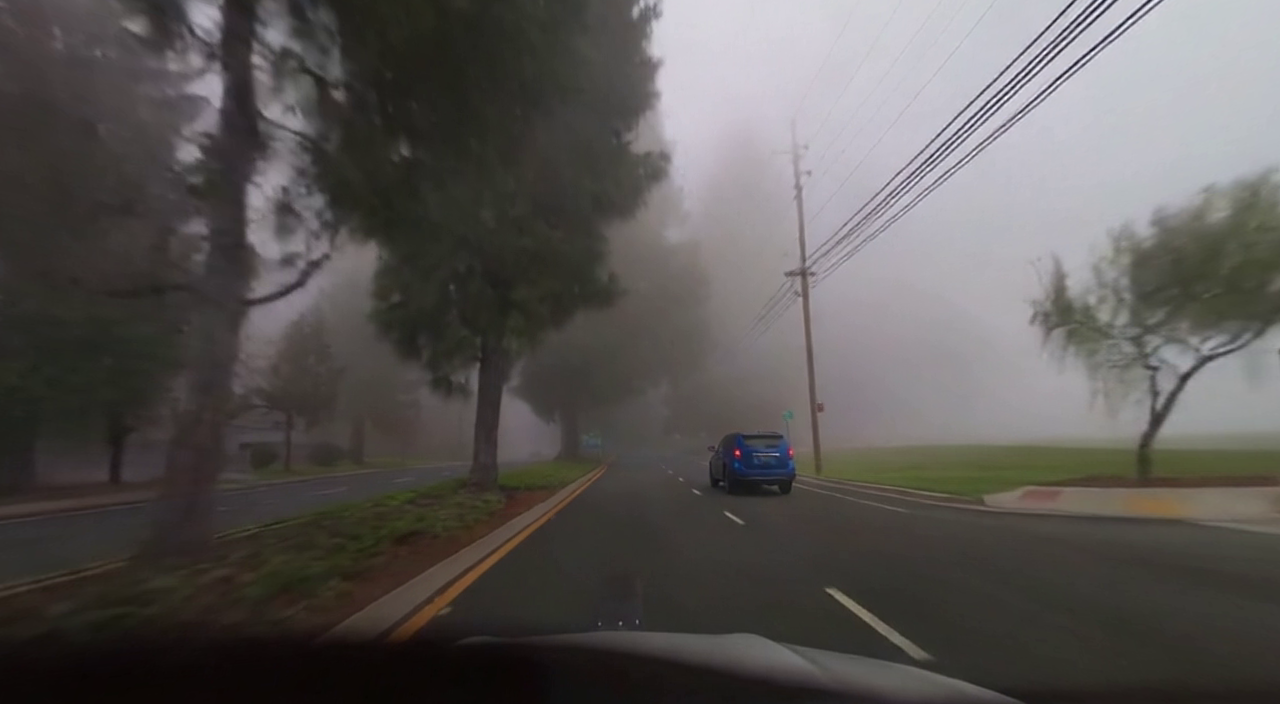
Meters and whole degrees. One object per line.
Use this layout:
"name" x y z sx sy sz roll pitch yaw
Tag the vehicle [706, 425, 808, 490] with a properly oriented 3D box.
"vehicle" 3.533 3.319 20.115 2.193 1.777 4.772 0 -8 -2
